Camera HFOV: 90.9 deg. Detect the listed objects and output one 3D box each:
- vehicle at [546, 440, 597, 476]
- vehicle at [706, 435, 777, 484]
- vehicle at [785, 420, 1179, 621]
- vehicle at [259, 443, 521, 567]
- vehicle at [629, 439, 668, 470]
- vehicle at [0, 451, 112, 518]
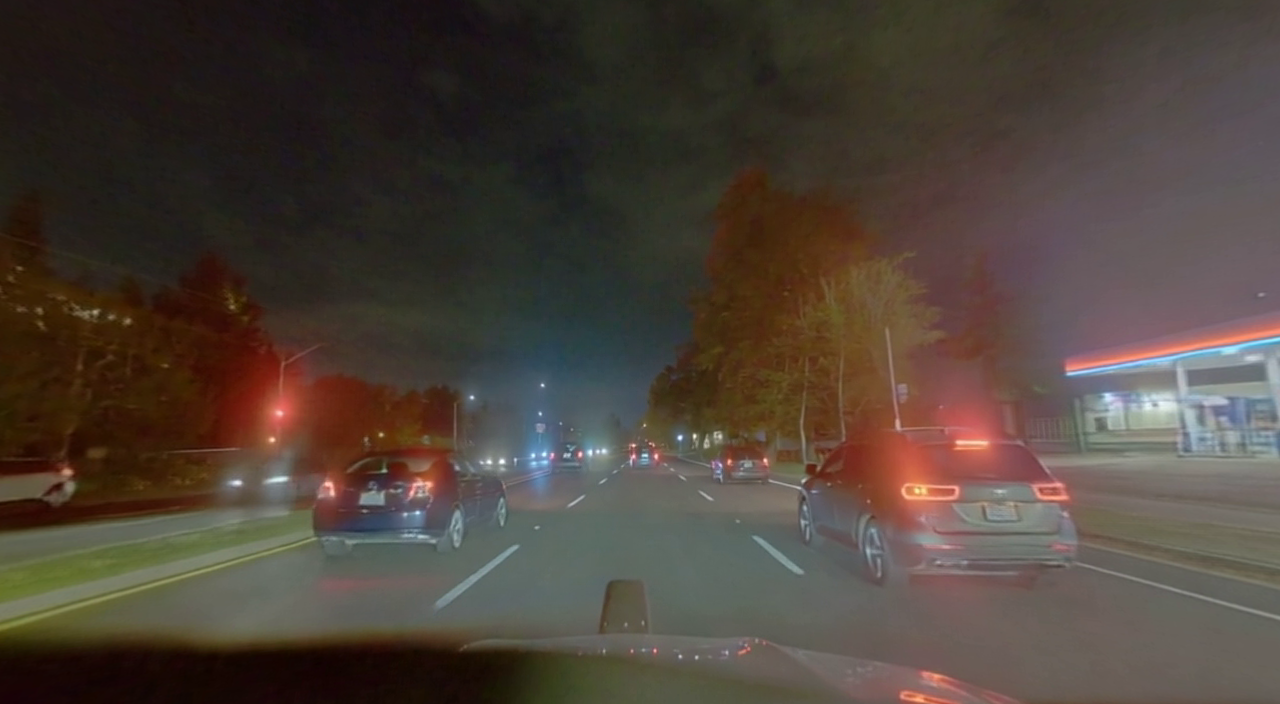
[{"bbox_3d":[-3.292,5.164,30.961,1.988,1.645,3.995,0,-8,1],"label":"vehicle"},{"bbox_3d":[3.860,4.177,24.891,1.980,1.709,4.813,0,-8,0],"label":"vehicle"},{"bbox_3d":[3.128,1.614,7.132,1.919,1.502,4.572,0,-8,0],"label":"vehicle"},{"bbox_3d":[-3.210,2.032,9.271,2.013,1.354,4.393,0,-8,1],"label":"vehicle"},{"bbox_3d":[0.483,6.023,37.168,2.192,1.674,4.124,0,-8,0],"label":"vehicle"},{"bbox_3d":[-18.704,3.865,18.663,2.062,1.804,4.687,0,-8,-1],"label":"vehicle"}]
